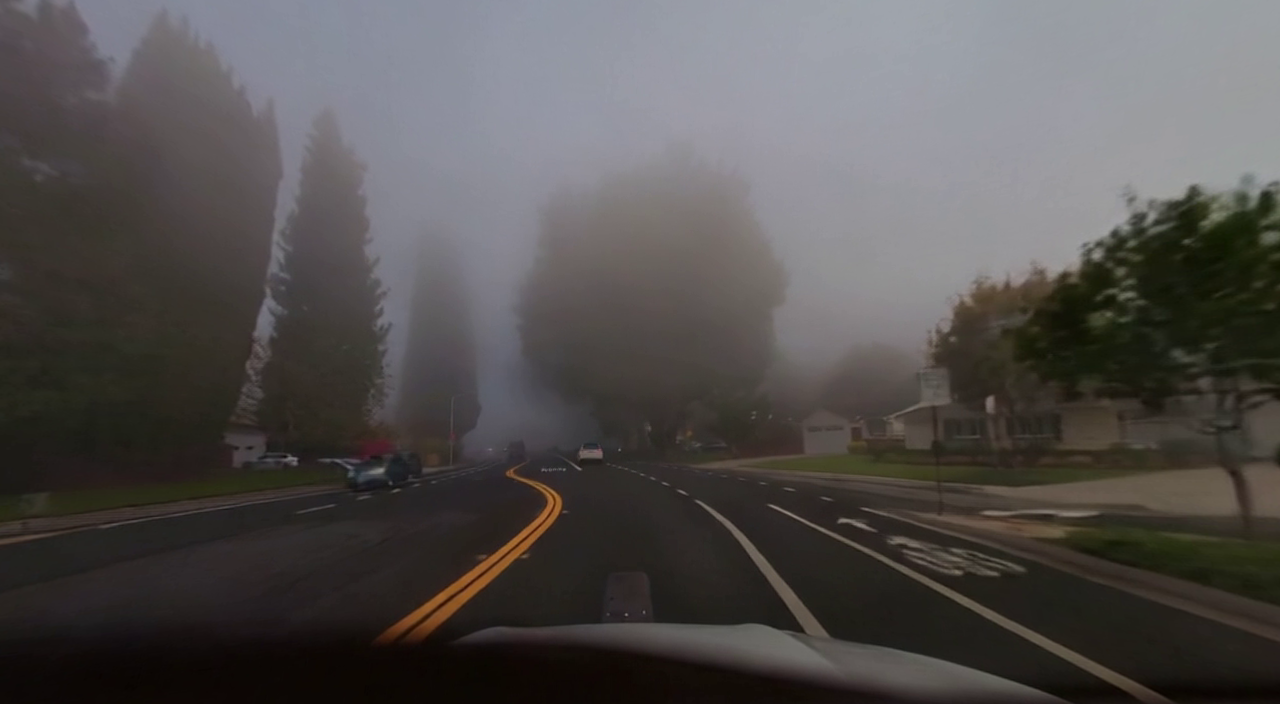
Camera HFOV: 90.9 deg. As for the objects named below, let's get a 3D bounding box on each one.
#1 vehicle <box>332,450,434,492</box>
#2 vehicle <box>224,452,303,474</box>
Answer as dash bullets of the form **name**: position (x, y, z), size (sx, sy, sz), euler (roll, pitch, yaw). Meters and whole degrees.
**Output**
- **vehicle**: position (-10.509, 4.877, 26.245), size (1.979, 1.503, 4.678), euler (-2, -9, 5)
- **vehicle**: position (-26.965, 7.984, 45.232), size (4.450, 1.482, 1.948), euler (-1, -9, 3)
